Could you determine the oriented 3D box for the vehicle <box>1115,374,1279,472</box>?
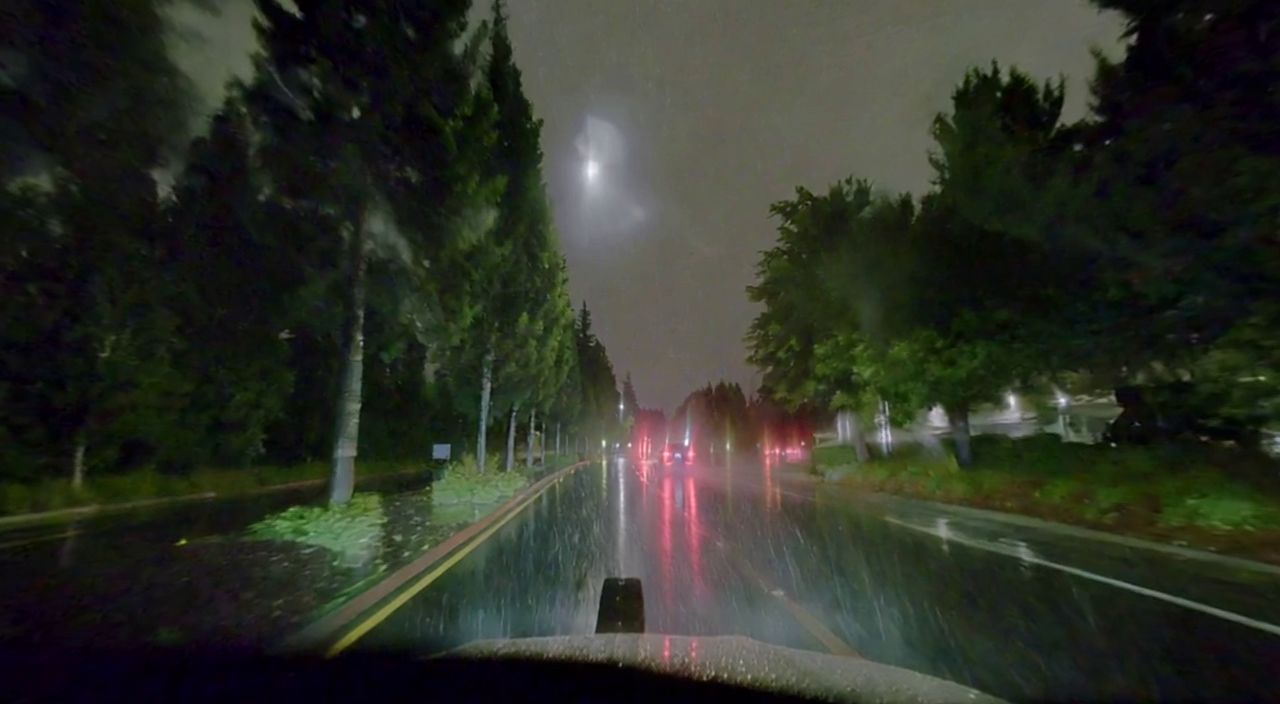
[{"bbox_3d":[21.970,2.698,23.097,2.286,3.163,8.614,0,-8,0],"label":"vehicle"}]

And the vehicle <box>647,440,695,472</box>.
[{"bbox_3d":[1.544,5.390,32.915,2.044,1.537,4.528,0,-8,-3],"label":"vehicle"}]
